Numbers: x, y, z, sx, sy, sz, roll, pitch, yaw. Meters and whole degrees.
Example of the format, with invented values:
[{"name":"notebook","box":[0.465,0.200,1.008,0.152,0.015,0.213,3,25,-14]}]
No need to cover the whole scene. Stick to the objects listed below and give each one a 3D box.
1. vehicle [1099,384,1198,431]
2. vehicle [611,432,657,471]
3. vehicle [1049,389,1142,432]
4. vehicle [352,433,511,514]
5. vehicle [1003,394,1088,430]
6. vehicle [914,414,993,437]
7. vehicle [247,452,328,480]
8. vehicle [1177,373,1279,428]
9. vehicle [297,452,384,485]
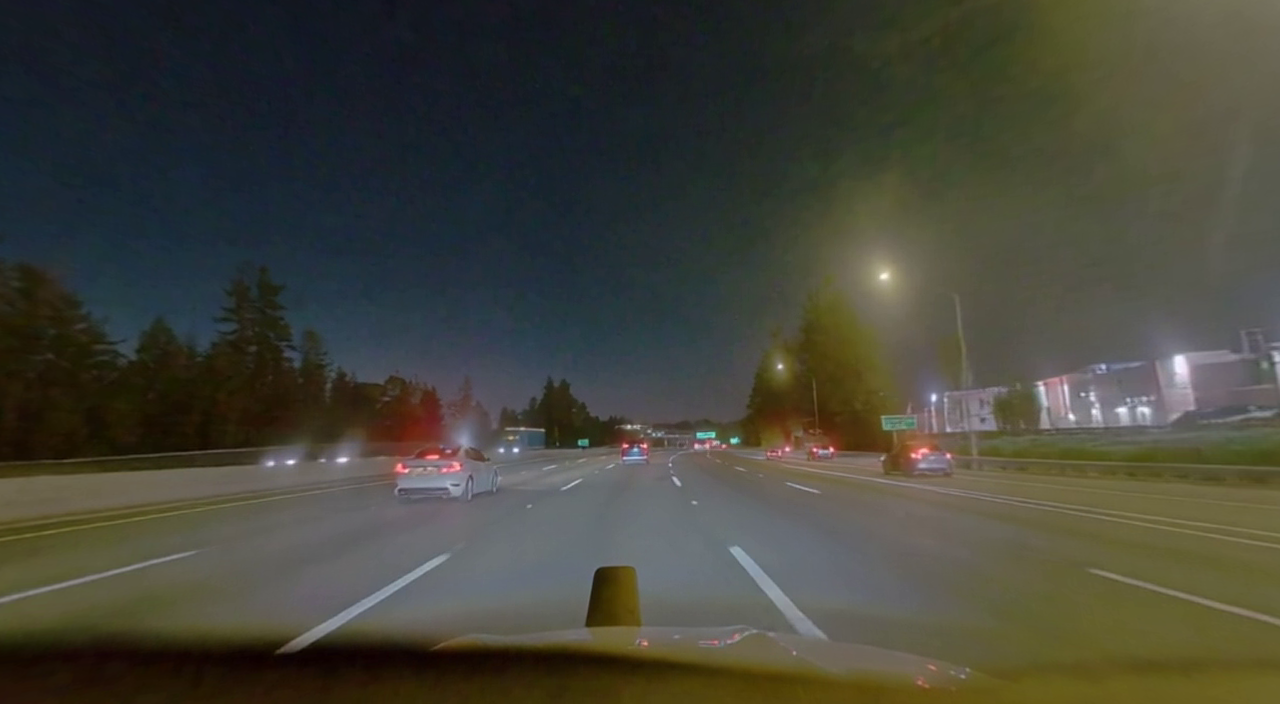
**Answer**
[{"name":"vehicle","box":[21.123,2.364,26.213,4.392,1.717,2.017,6,-11,-37]},{"name":"vehicle","box":[-0.225,5.216,33.281,2.155,1.856,4.796,-1,-9,3]},{"name":"vehicle","box":[21.215,2.786,29.391,4.166,1.829,2.026,5,-9,-33]},{"name":"vehicle","box":[-4.337,2.596,14.028,1.907,1.483,4.562,-1,-8,1]},{"name":"vehicle","box":[20.343,3.066,31.682,4.097,1.641,2.017,5,-10,-34]},{"name":"vehicle","box":[21.804,5.175,44.055,4.487,1.477,1.804,-1,-9,7]},{"name":"vehicle","box":[-21.100,6.801,38.035,1.963,1.502,4.795,-1,-9,2]},{"name":"vehicle","box":[21.096,1.821,22.473,4.234,1.657,2.021,6,-11,-38]},{"name":"vehicle","box":[-14.381,5.596,30.613,1.879,1.407,4.491,-1,-9,2]}]
